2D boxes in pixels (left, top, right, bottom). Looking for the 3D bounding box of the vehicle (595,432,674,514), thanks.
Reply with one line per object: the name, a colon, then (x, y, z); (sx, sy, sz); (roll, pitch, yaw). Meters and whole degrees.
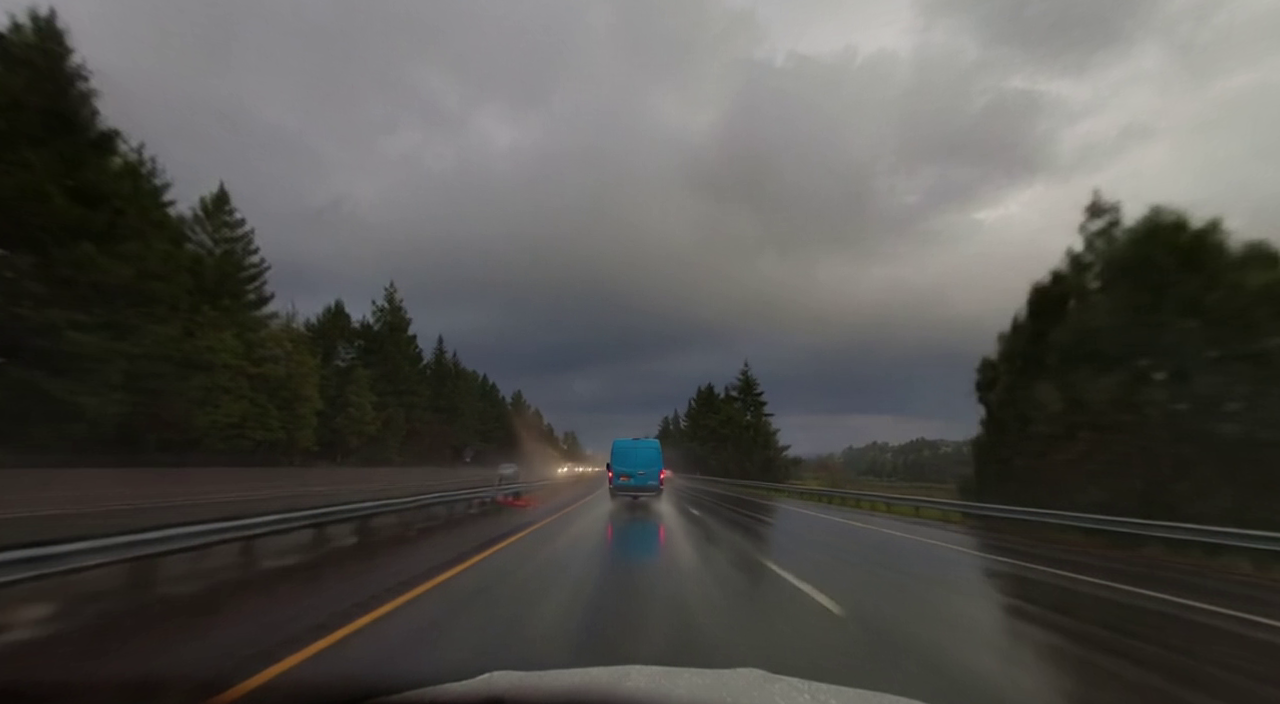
vehicle: (-0.285, 4.246, 22.412); (2.375, 2.432, 6.161); (2, -10, -2)
